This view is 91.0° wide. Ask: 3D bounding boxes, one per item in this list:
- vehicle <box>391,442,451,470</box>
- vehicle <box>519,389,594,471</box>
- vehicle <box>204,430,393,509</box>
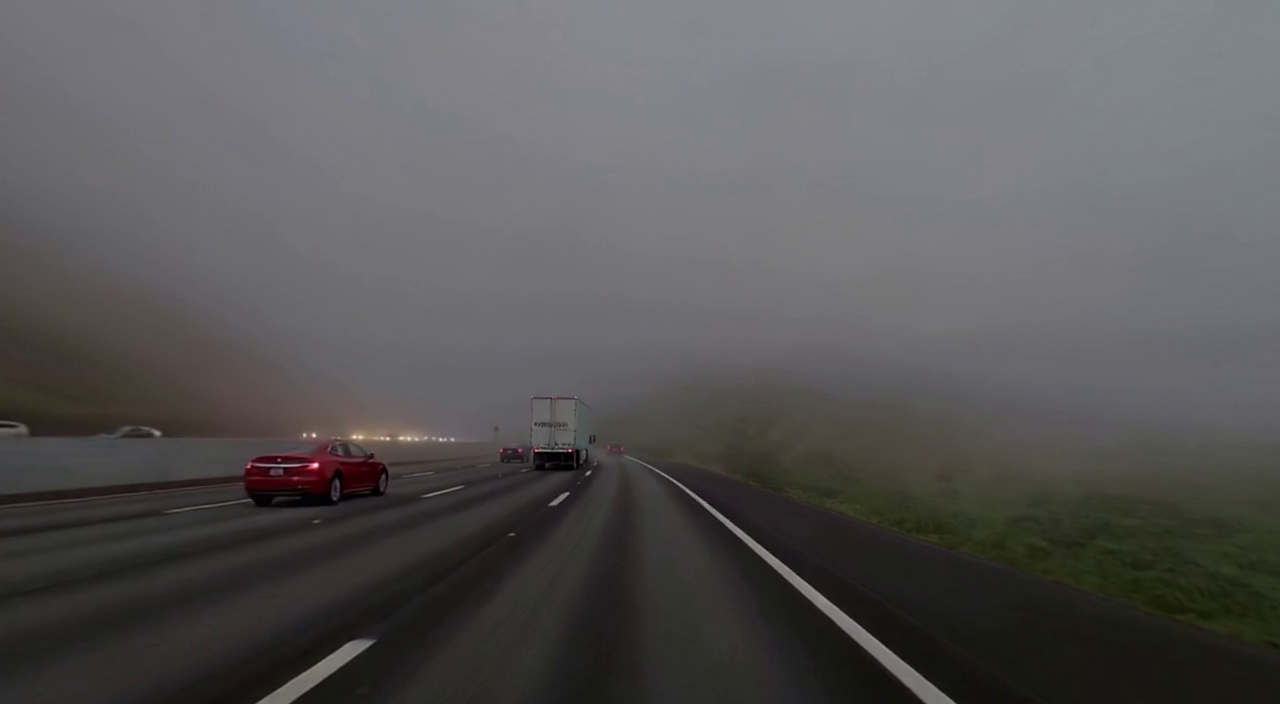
[{"bbox_3d":[-12.278,5.870,35.593,1.868,1.454,4.290,1,-9,-1],"label":"vehicle"},{"bbox_3d":[-4.637,4.917,38.287,2.880,4.025,14.064,1,-9,-1],"label":"vehicle"},{"bbox_3d":[-8.178,2.846,15.753,2.099,1.644,4.638,1,-9,0],"label":"vehicle"}]
